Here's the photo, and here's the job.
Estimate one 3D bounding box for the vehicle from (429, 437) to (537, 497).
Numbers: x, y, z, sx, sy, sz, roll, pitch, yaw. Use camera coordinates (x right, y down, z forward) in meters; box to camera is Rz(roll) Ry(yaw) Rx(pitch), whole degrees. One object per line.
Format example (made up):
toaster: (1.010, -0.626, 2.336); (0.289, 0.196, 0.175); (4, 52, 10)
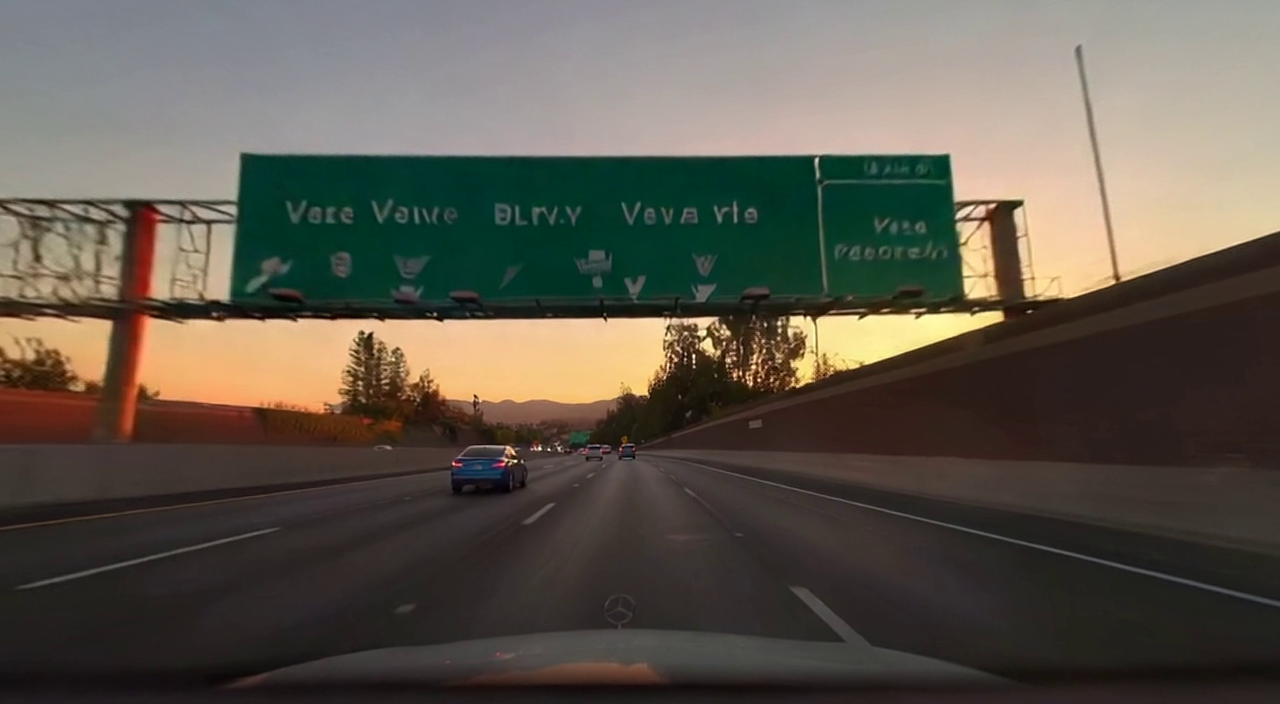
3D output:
vehicle: (-4.421, 3.305, 18.444); (2.120, 1.537, 4.139); (0, -8, -1)
